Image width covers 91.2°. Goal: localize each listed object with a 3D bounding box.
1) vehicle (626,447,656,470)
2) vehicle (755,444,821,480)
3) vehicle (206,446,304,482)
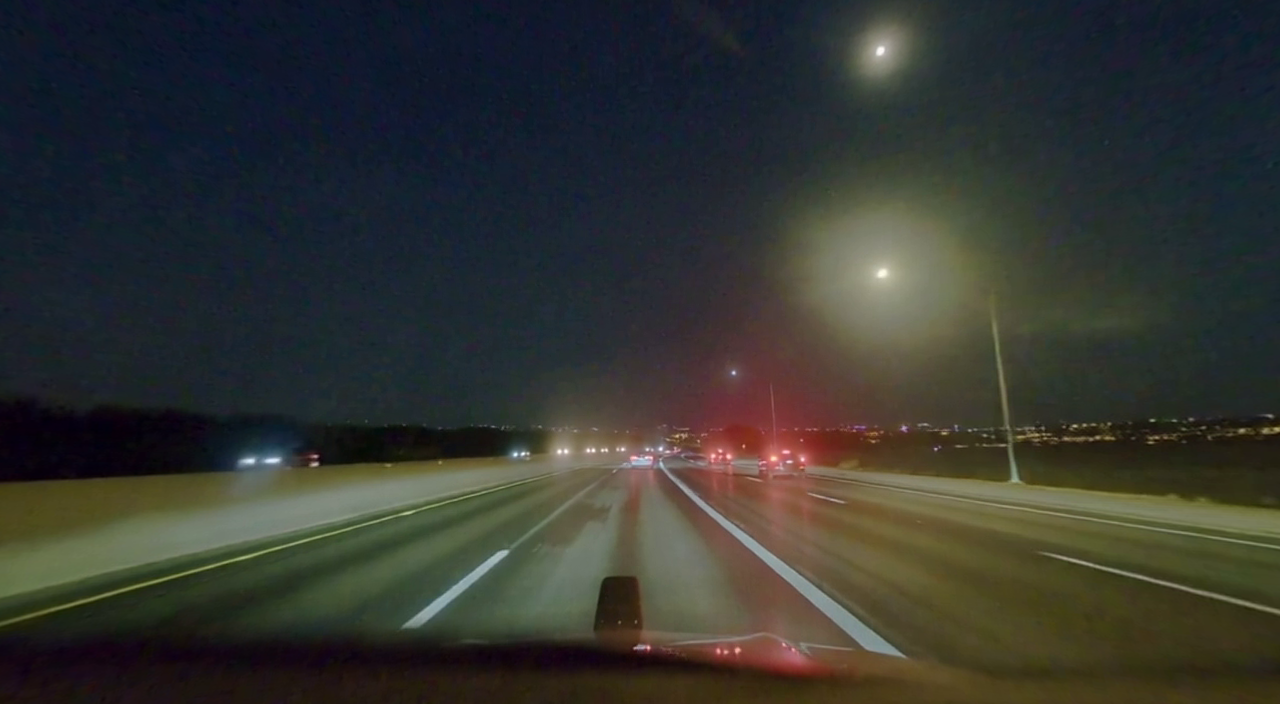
[{"bbox_3d":[0.077,7.513,44.512,2.025,1.526,4.181,0,-9,0],"label":"vehicle"},{"bbox_3d":[6.947,5.214,29.949,2.008,1.533,4.592,0,-9,-1],"label":"vehicle"},{"bbox_3d":[-19.324,5.613,31.755,1.955,1.678,4.699,0,-9,0],"label":"vehicle"}]
